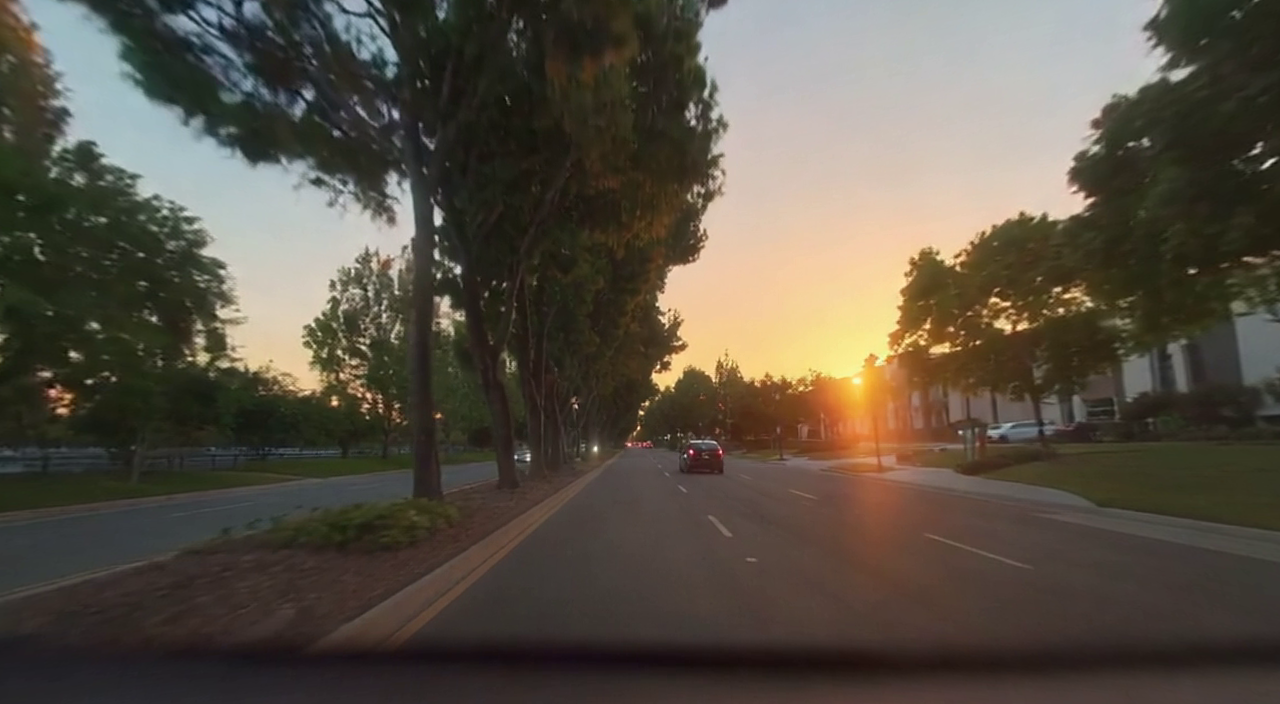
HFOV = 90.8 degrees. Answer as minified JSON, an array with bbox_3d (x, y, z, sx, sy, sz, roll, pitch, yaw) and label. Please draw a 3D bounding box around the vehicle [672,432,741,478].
[{"bbox_3d":[2.657,4.298,26.543,2.240,1.740,4.605,0,-8,-2],"label":"vehicle"}]
